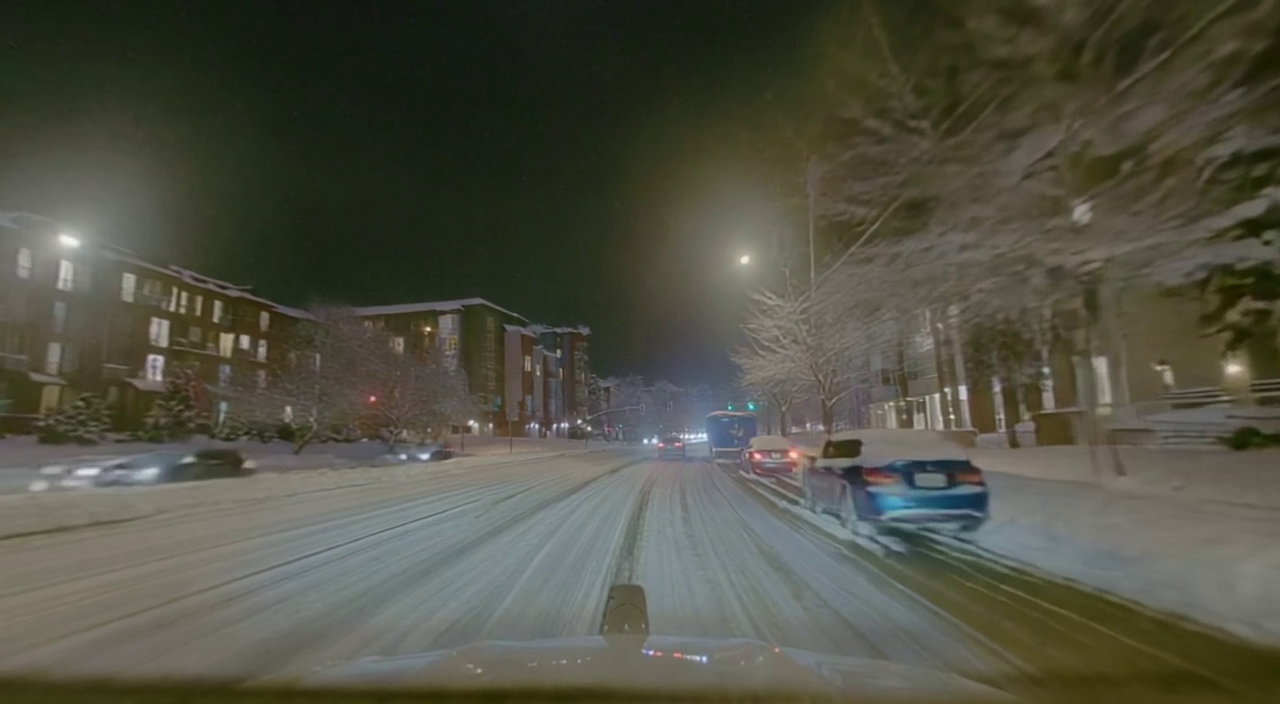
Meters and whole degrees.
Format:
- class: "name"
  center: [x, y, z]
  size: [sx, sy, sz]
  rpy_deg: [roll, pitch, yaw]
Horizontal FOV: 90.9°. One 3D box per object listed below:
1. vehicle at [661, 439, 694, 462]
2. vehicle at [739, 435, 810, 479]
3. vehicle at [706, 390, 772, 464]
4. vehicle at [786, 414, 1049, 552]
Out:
- class: "vehicle"
  center: [2.393, 6.168, 39.697]
  size: [1.871, 1.370, 4.206]
  rpy_deg: [-1, -8, 6]
- class: "vehicle"
  center: [4.937, 3.907, 23.750]
  size: [1.884, 1.472, 4.650]
  rpy_deg: [-1, -8, 3]
- class: "vehicle"
  center: [6.104, 5.054, 41.200]
  size: [3.157, 3.982, 13.307]
  rpy_deg: [-1, -8, 5]
- class: "vehicle"
  center: [3.916, 1.933, 10.061]
  size: [2.121, 1.659, 4.675]
  rpy_deg: [-1, -8, 1]
